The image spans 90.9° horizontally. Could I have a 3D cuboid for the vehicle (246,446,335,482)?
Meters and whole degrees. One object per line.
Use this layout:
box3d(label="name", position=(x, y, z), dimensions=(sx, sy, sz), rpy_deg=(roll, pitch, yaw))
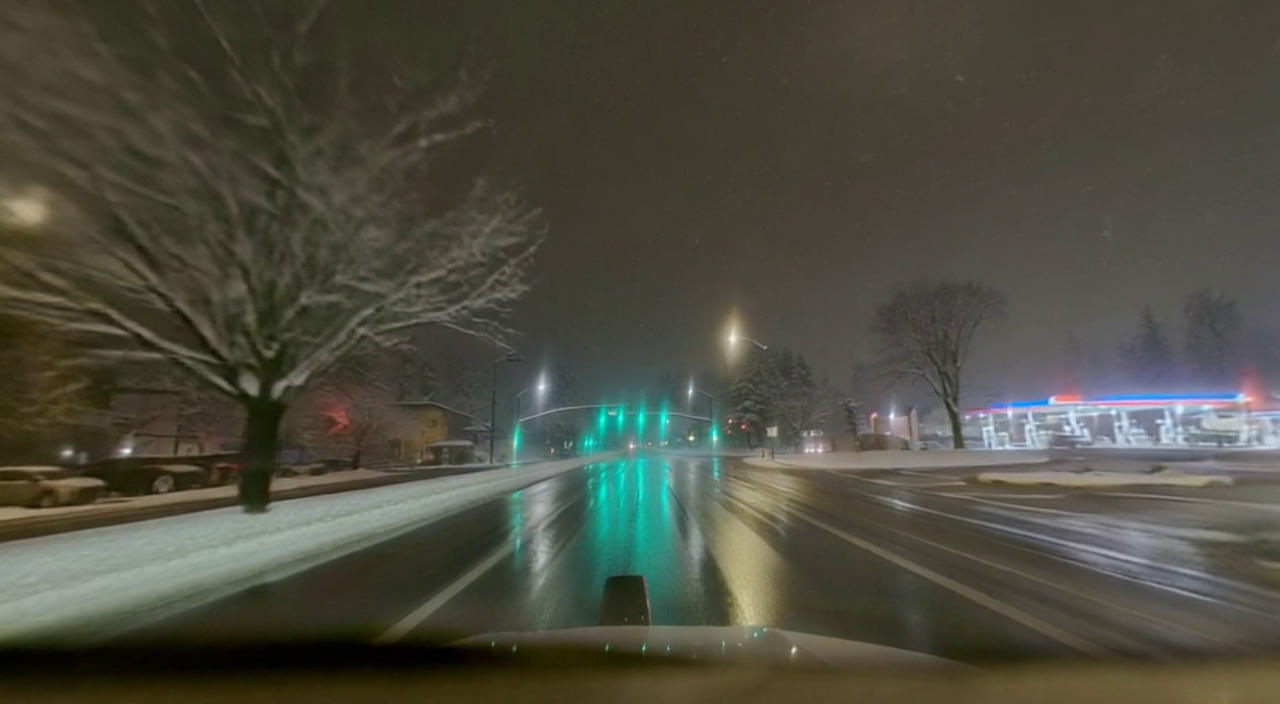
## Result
box3d(label="vehicle", position=(-24.064, 7.685, 43.546), dimensions=(5.040, 2.072, 1.949), rpy_deg=(-3, -6, 0))

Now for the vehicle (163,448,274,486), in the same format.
box3d(label="vehicle", position=(-23.649, 6.447, 35.482), dimensions=(4.634, 1.977, 2.282), rpy_deg=(-1, -9, 3))

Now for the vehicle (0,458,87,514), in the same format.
box3d(label="vehicle", position=(-25.299, 5.435, 25.246), dimensions=(4.386, 2.004, 1.991), rpy_deg=(-4, -9, -2))

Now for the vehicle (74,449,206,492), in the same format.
box3d(label="vehicle", position=(-23.703, 5.592, 30.037), dimensions=(4.271, 1.902, 2.281), rpy_deg=(0, -8, 1))
